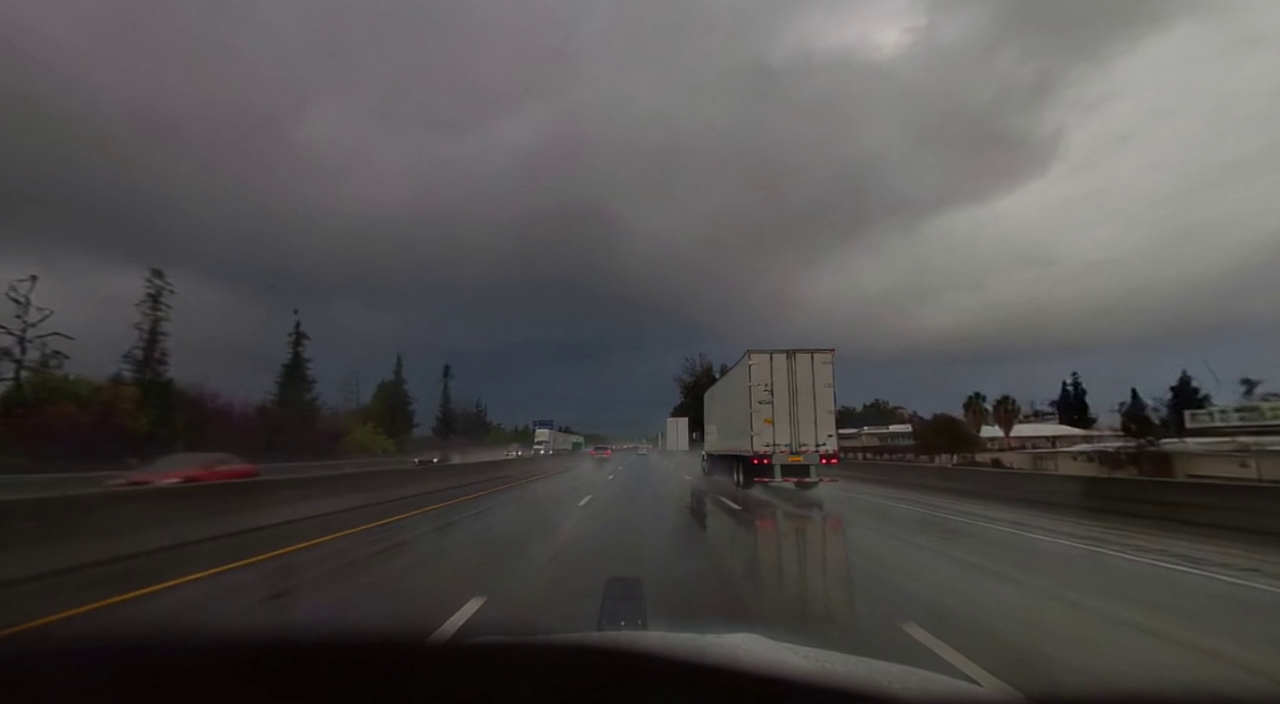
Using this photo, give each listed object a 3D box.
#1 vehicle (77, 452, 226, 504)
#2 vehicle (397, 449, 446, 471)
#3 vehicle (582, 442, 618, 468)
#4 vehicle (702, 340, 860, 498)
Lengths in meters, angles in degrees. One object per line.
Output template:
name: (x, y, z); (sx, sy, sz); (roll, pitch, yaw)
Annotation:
vehicle: (-14.964, 3.836, 19.589); (1.662, 1.445, 3.601); (0, -9, 1)
vehicle: (-15.928, 7.869, 46.122); (2.007, 1.478, 4.208); (0, -9, 1)
vehicle: (-2.887, 7.634, 46.805); (2.291, 1.788, 4.825); (0, -9, 1)
vehicle: (4.489, 2.865, 24.149); (2.826, 4.269, 14.176); (0, -9, 0)
